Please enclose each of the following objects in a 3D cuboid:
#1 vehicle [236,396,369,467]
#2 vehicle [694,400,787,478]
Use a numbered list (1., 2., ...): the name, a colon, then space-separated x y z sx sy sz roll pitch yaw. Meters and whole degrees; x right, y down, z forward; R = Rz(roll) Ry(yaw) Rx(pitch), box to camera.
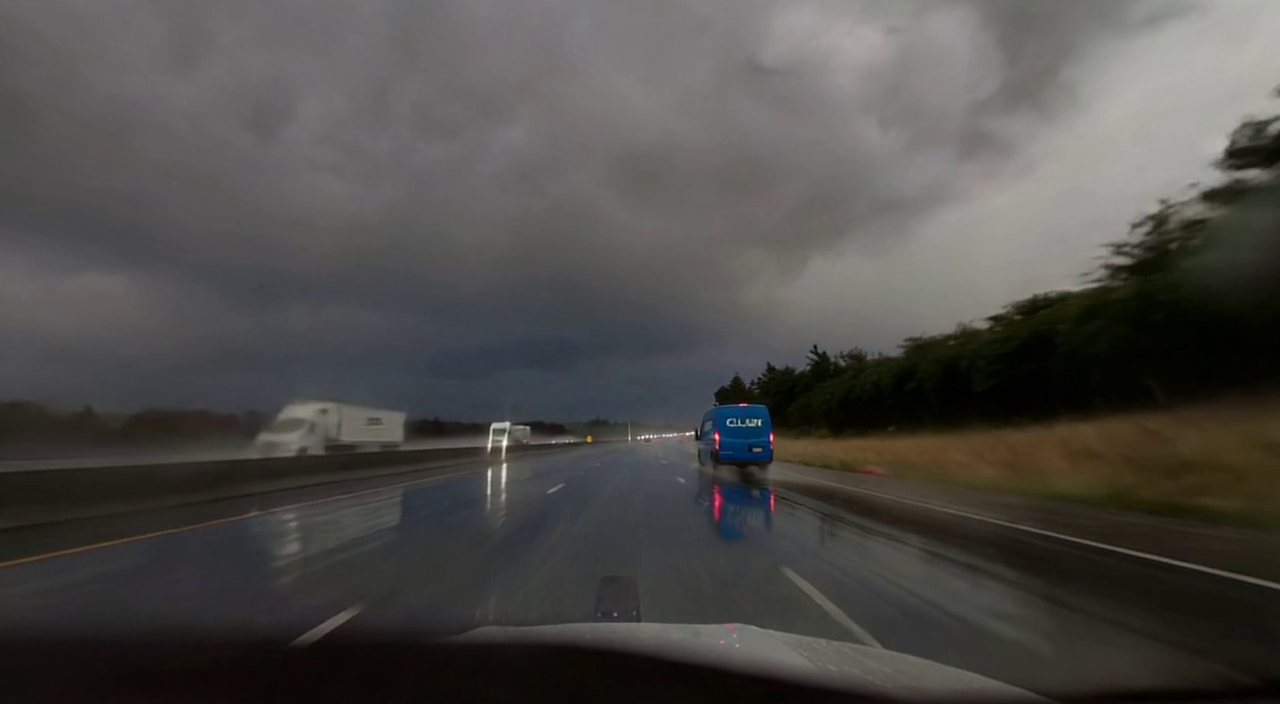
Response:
1. vehicle: -22.119 5.408 42.238 2.992 4.136 10.324 -1 -8 1
2. vehicle: 3.616 3.323 24.014 2.485 2.562 5.535 0 -8 -1
